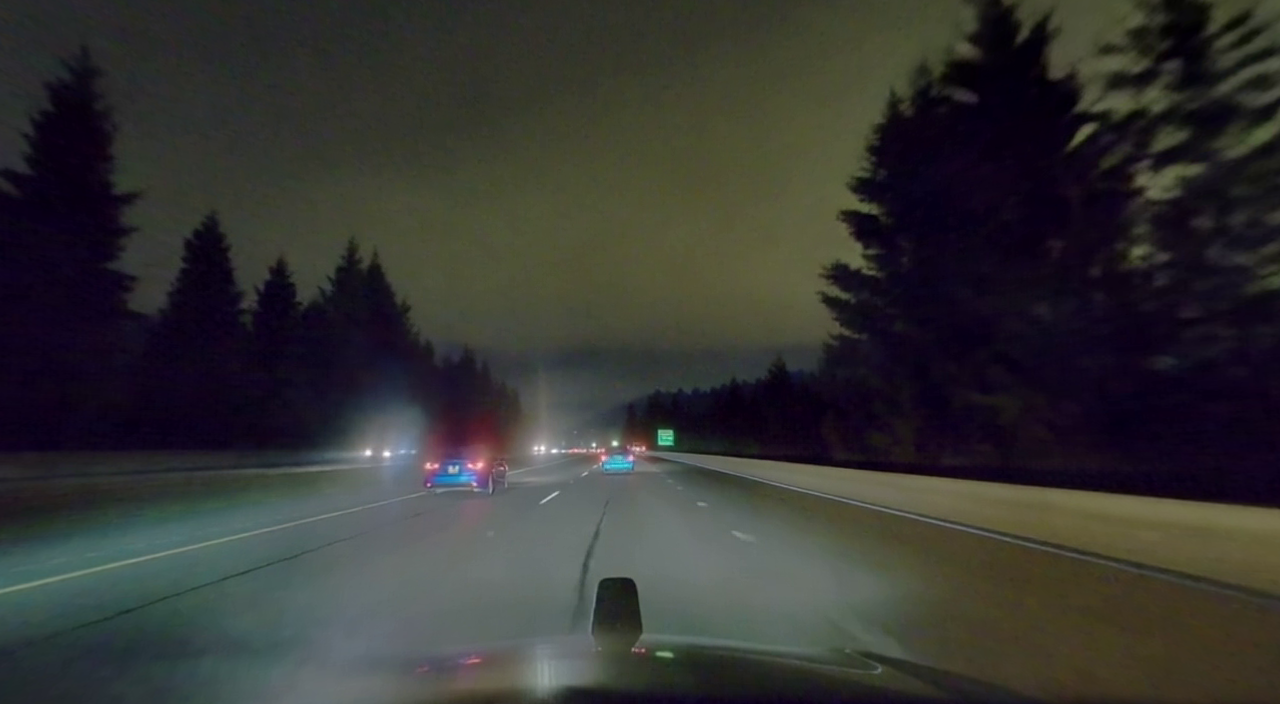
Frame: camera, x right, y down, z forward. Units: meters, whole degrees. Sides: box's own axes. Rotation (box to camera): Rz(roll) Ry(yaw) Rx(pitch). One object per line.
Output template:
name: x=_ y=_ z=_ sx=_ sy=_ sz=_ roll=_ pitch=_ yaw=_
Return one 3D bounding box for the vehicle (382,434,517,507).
vehicle: x=-4.776 y=3.042 z=16.549 sx=2.103 sy=1.588 sz=4.709 roll=-1 pitch=-9 yaw=0

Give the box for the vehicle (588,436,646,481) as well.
vehicle: x=-0.939 y=4.394 z=26.050 sx=2.220 sy=1.711 sz=4.056 roll=0 pitch=-9 yaw=-1
